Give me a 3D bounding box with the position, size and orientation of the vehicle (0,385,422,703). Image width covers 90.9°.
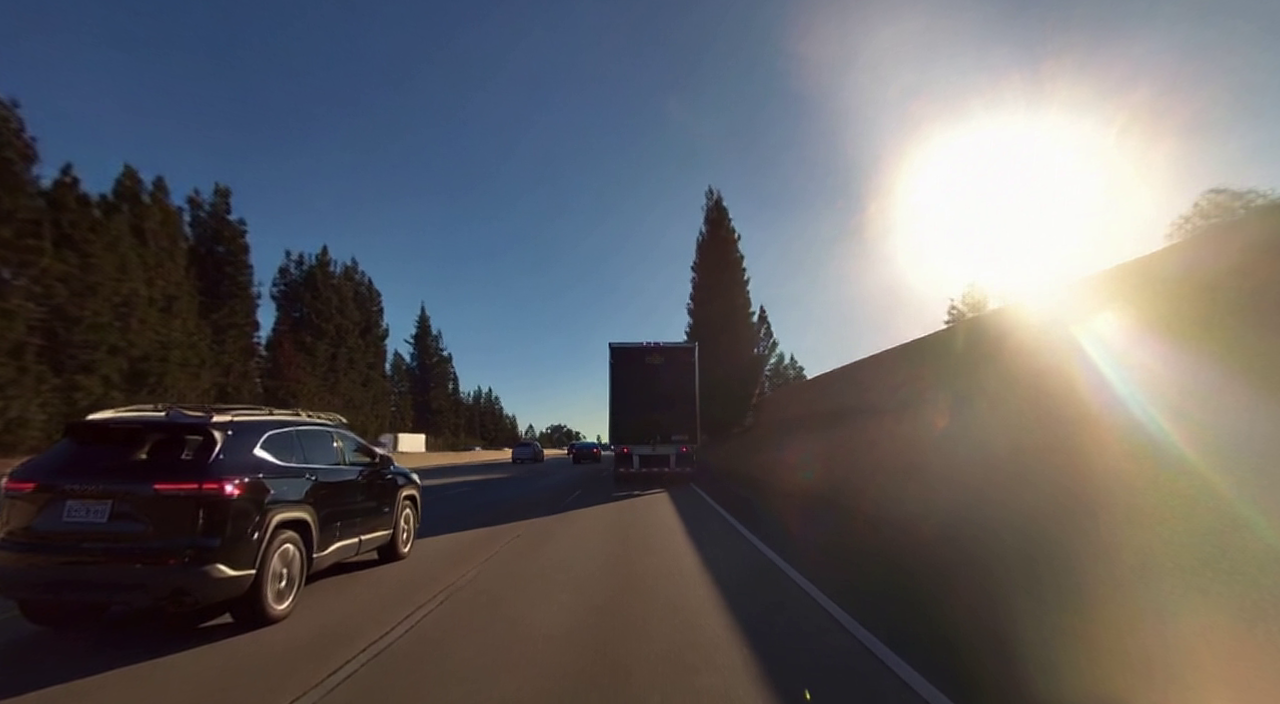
[{"bbox_3d":[-3.723,1.326,5.454,2.077,1.671,4.249,-1,-8,1],"label":"vehicle"}]

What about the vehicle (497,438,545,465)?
[{"bbox_3d":[-6.835,5.782,36.718,1.882,1.451,4.416,-1,-8,1],"label":"vehicle"}]

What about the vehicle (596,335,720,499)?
[{"bbox_3d":[0.420,2.263,20.168,2.870,3.841,10.653,-1,-8,0],"label":"vehicle"}]
